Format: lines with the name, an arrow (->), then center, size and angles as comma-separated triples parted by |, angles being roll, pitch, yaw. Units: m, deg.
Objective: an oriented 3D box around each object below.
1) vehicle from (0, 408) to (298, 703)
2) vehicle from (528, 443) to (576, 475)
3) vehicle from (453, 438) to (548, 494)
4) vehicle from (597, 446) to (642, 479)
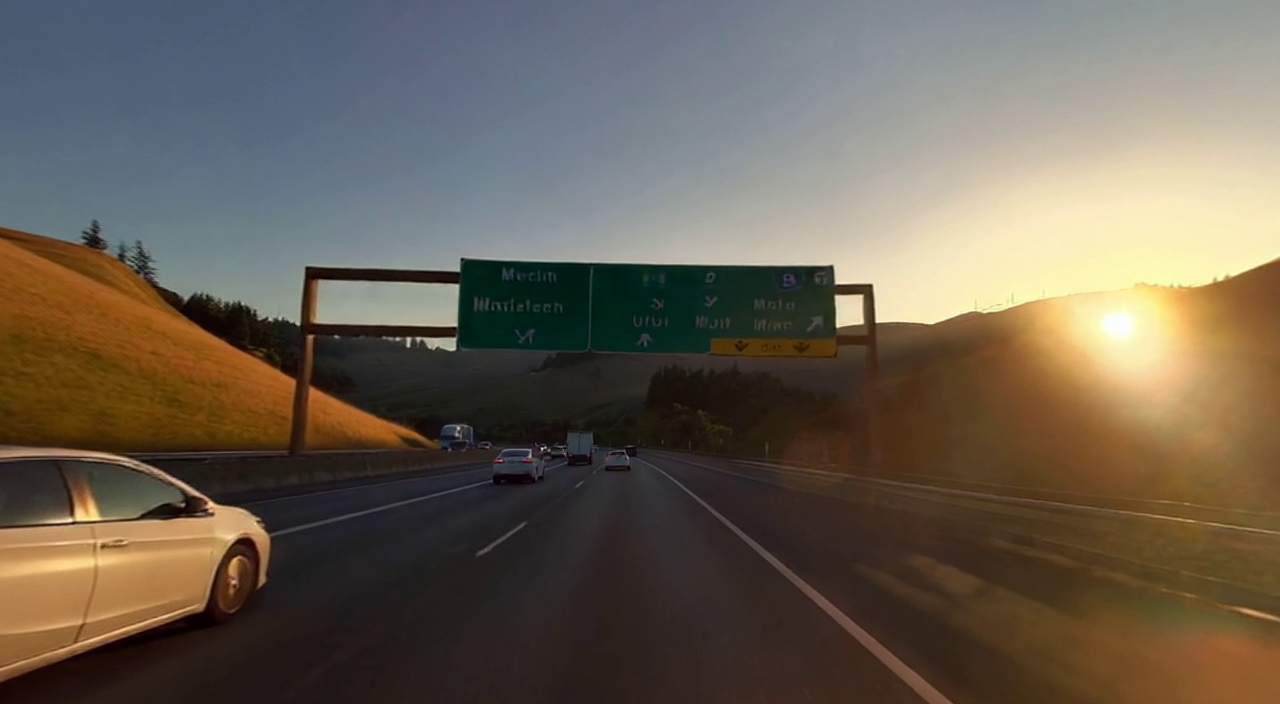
vehicle -> -3.877, 1.087, 3.334 | 1.892, 1.492, 3.940 | 0, -9, 0
vehicle -> -4.780, 5.898, 34.849 | 2.118, 1.624, 4.032 | 0, -9, -1
vehicle -> -4.442, 3.701, 20.796 | 2.208, 1.619, 4.162 | 0, -9, 0
vehicle -> -0.970, 5.257, 30.128 | 1.988, 1.440, 4.201 | 0, -9, -2
